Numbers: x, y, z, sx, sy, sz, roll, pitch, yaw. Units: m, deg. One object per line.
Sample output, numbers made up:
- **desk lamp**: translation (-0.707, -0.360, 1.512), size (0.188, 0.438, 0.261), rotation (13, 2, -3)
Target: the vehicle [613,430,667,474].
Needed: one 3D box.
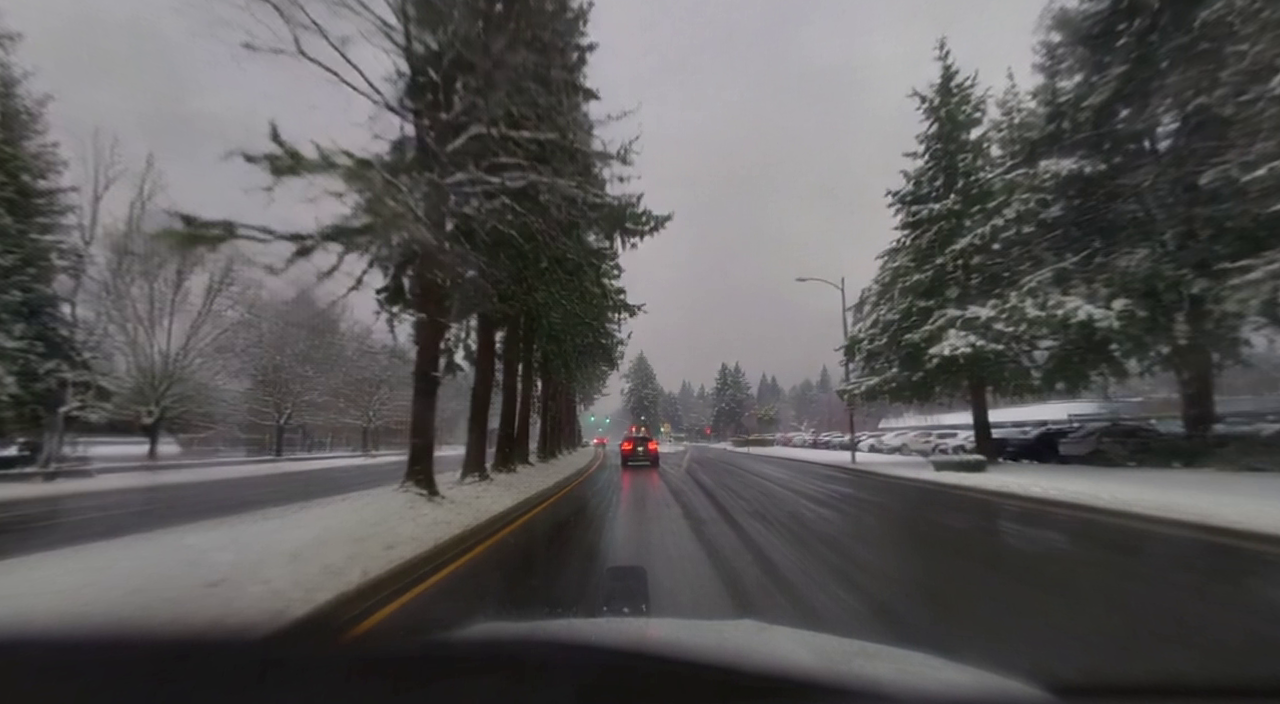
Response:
- **vehicle**: translation (-0.063, 4.259, 26.973), size (2.135, 1.691, 3.884), rotation (0, -9, -2)
